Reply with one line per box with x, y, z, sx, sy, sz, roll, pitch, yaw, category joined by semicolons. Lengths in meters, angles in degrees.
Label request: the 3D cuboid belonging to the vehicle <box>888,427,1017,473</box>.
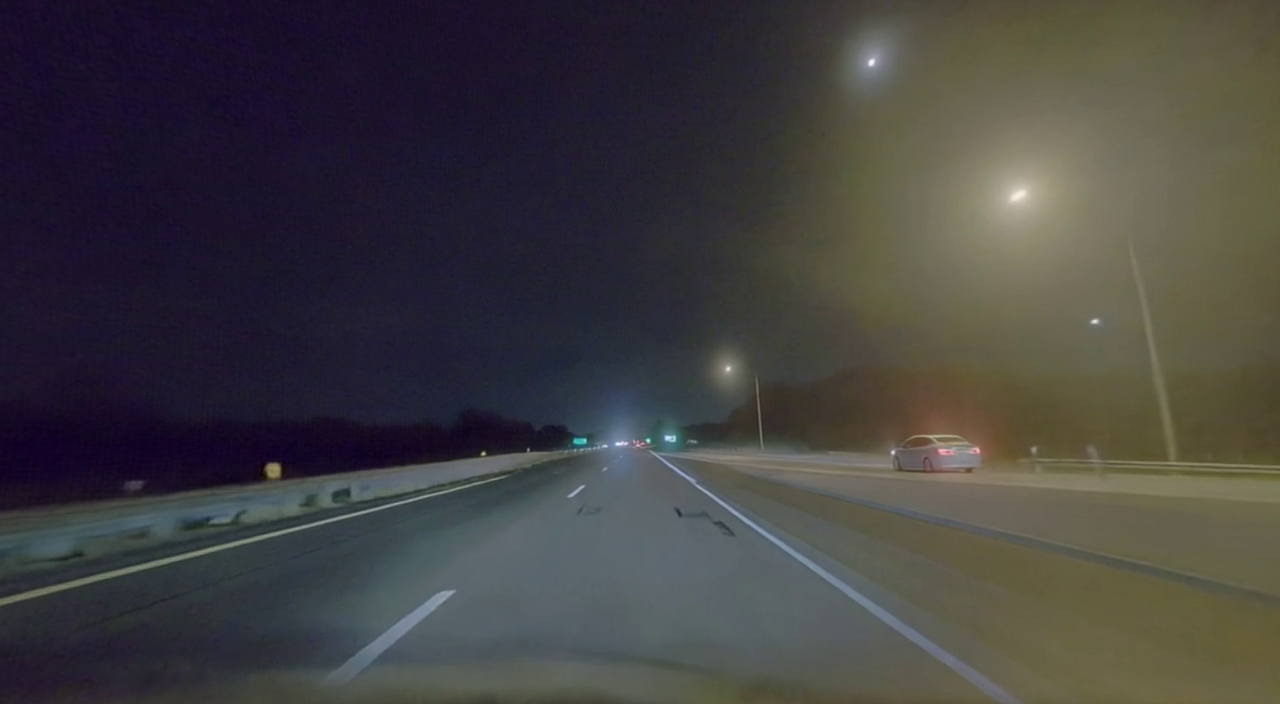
14.283;4.517;29.225;2.328;1.916;5.227;2;-9;-17;vehicle
